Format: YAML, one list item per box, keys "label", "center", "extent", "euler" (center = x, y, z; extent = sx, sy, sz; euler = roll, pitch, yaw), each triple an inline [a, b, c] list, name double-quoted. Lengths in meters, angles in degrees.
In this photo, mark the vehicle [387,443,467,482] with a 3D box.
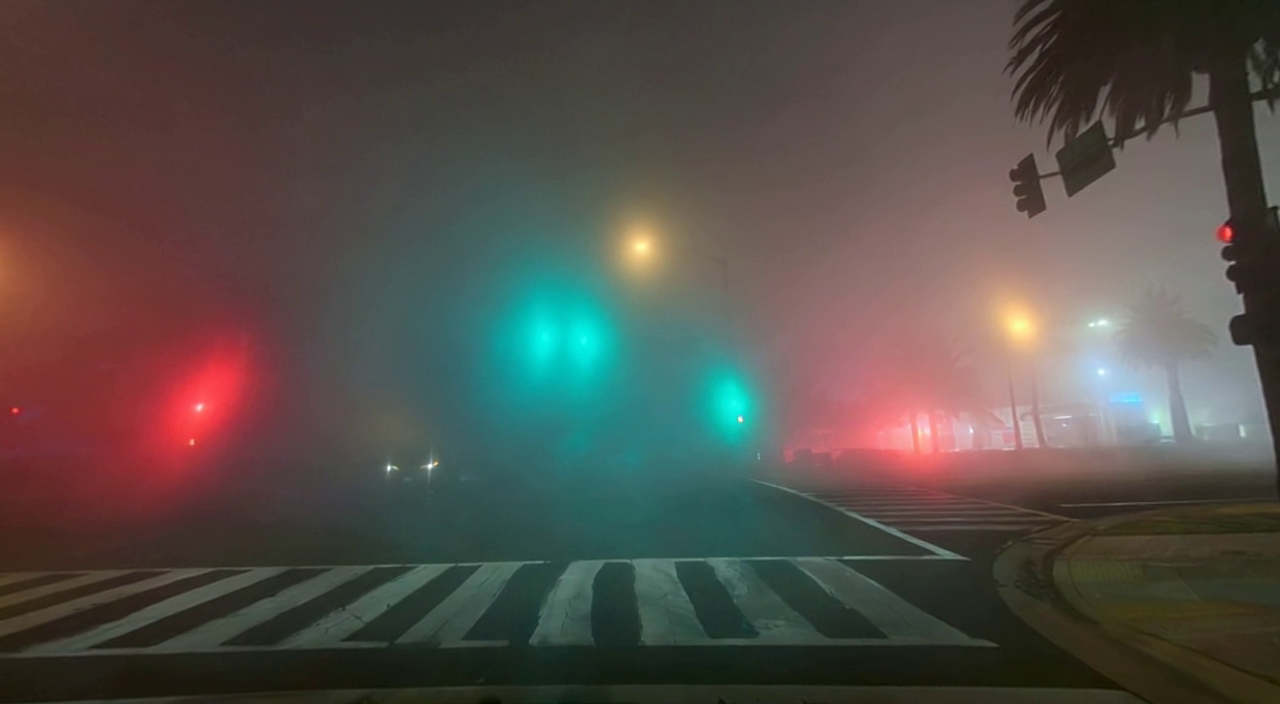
- label: "vehicle"
  center: [-10.737, 5.594, 32.195]
  extent: [2.270, 1.833, 4.860]
  euler: [0, -9, 1]
